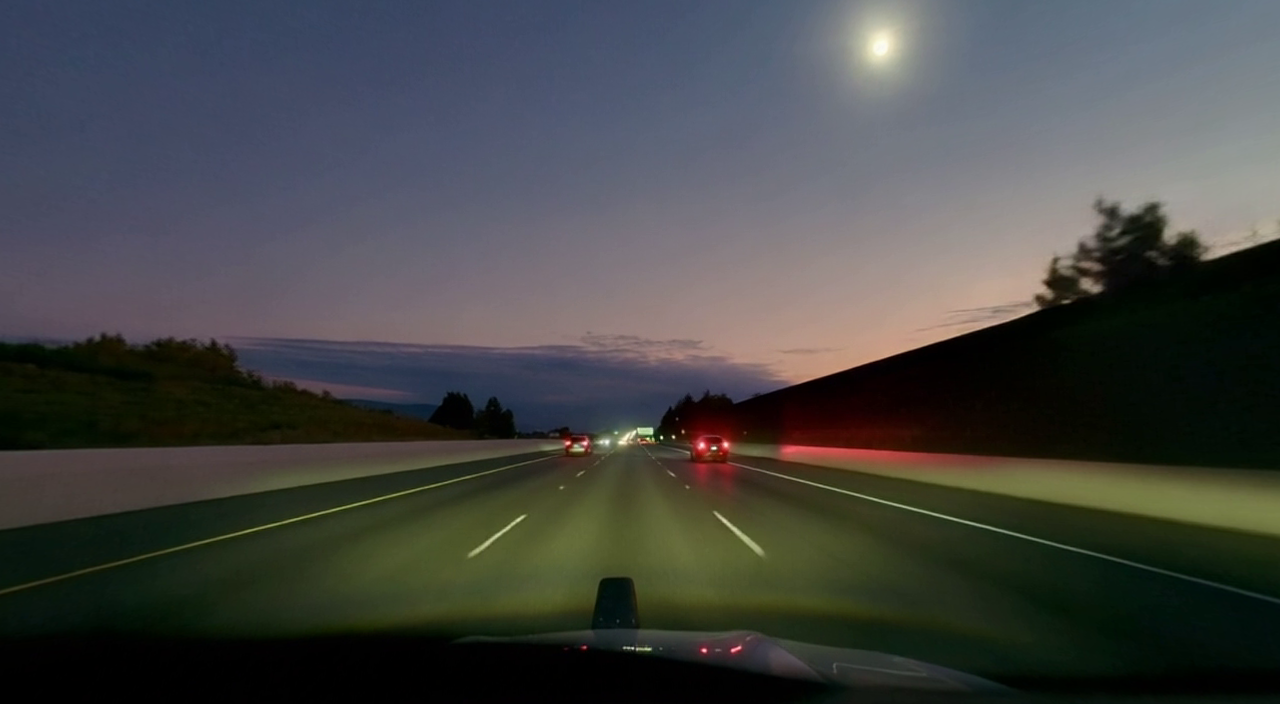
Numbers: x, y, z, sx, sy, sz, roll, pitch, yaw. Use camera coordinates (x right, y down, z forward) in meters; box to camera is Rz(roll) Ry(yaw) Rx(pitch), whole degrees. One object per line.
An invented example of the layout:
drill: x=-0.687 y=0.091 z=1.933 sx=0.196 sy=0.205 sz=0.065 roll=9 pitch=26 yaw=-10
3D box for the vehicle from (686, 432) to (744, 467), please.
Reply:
vehicle: x=3.438 y=4.570 z=29.725 sx=2.077 sy=1.523 sz=4.539 roll=0 pitch=-8 yaw=-2

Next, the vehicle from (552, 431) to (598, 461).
vehicle: x=-3.755 y=5.508 z=37.111 sx=2.219 sy=1.660 sz=4.153 roll=0 pitch=-8 yaw=0
